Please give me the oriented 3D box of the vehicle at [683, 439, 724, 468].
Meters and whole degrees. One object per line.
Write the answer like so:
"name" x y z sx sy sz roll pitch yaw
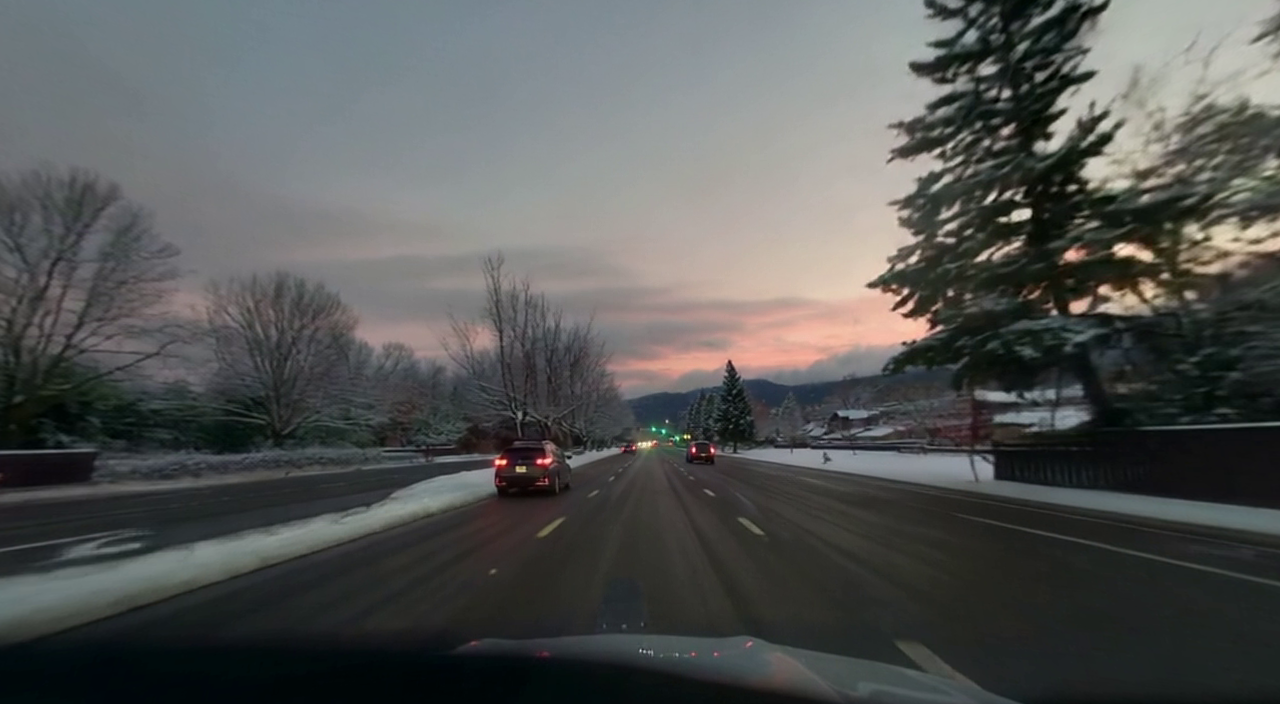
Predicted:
"vehicle" 4.038 6.528 40.719 2.114 1.780 4.445 0 -8 -1

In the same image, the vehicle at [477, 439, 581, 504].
"vehicle" -2.853 3.171 17.266 1.966 1.524 4.410 0 -8 1
